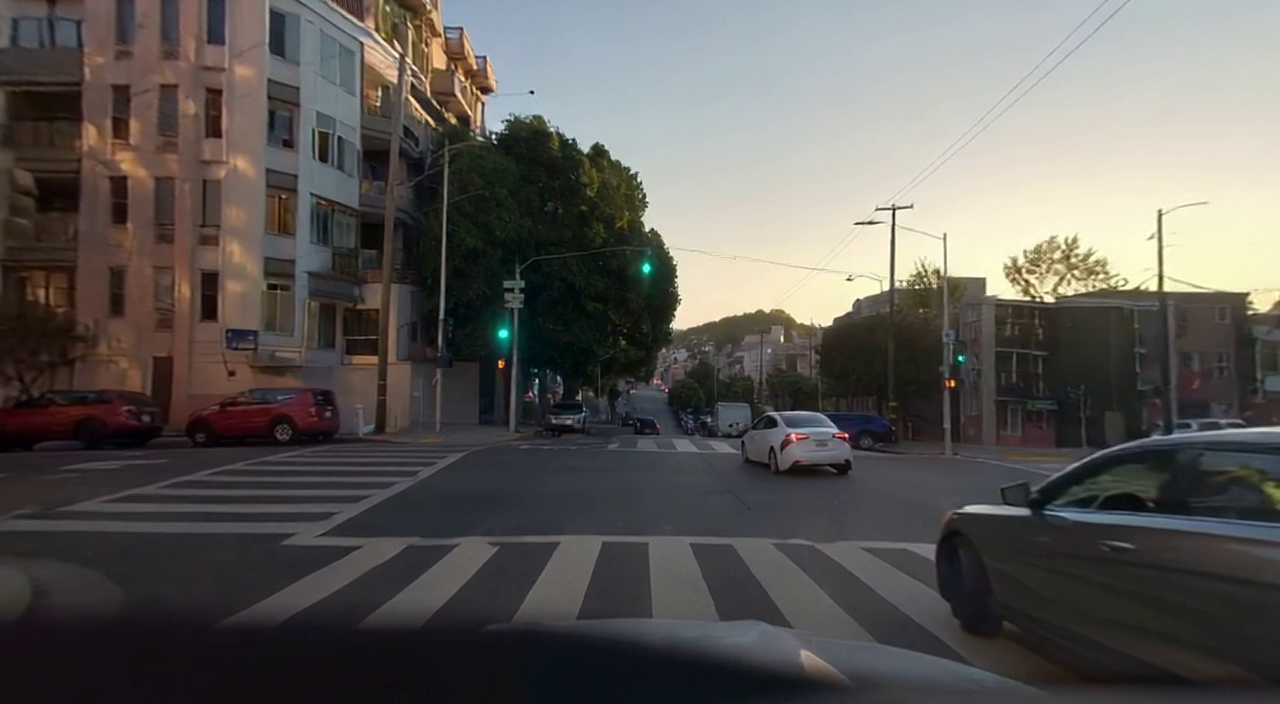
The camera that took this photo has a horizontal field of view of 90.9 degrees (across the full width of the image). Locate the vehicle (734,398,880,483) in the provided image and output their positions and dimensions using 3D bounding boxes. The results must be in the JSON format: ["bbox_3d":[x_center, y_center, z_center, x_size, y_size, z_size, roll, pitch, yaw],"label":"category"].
[{"bbox_3d":[3.265,1.735,13.219,1.970,1.490,4.016,0,-5,0],"label":"vehicle"}]

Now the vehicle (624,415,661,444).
[{"bbox_3d":[0.140,4.313,34.740,1.923,1.460,3.923,0,-9,0],"label":"vehicle"}]

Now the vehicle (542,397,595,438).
[{"bbox_3d":[-2.931,2.807,26.459,1.878,1.521,3.697,0,-9,-2],"label":"vehicle"}]

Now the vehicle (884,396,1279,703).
[{"bbox_3d":[3.050,0.993,2.809,2.055,1.450,4.676,0,-9,0],"label":"vehicle"}]

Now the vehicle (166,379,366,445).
[{"bbox_3d":[-10.401,1.747,17.823,4.304,1.755,2.083,0,-9,1],"label":"vehicle"}]

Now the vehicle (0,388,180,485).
[{"bbox_3d":[-11.181,1.440,11.276,4.507,1.455,1.927,0,0,1],"label":"vehicle"}]

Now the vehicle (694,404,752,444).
[{"bbox_3d":[3.703,3.386,29.056,2.093,1.655,4.327,0,-9,0],"label":"vehicle"}]
